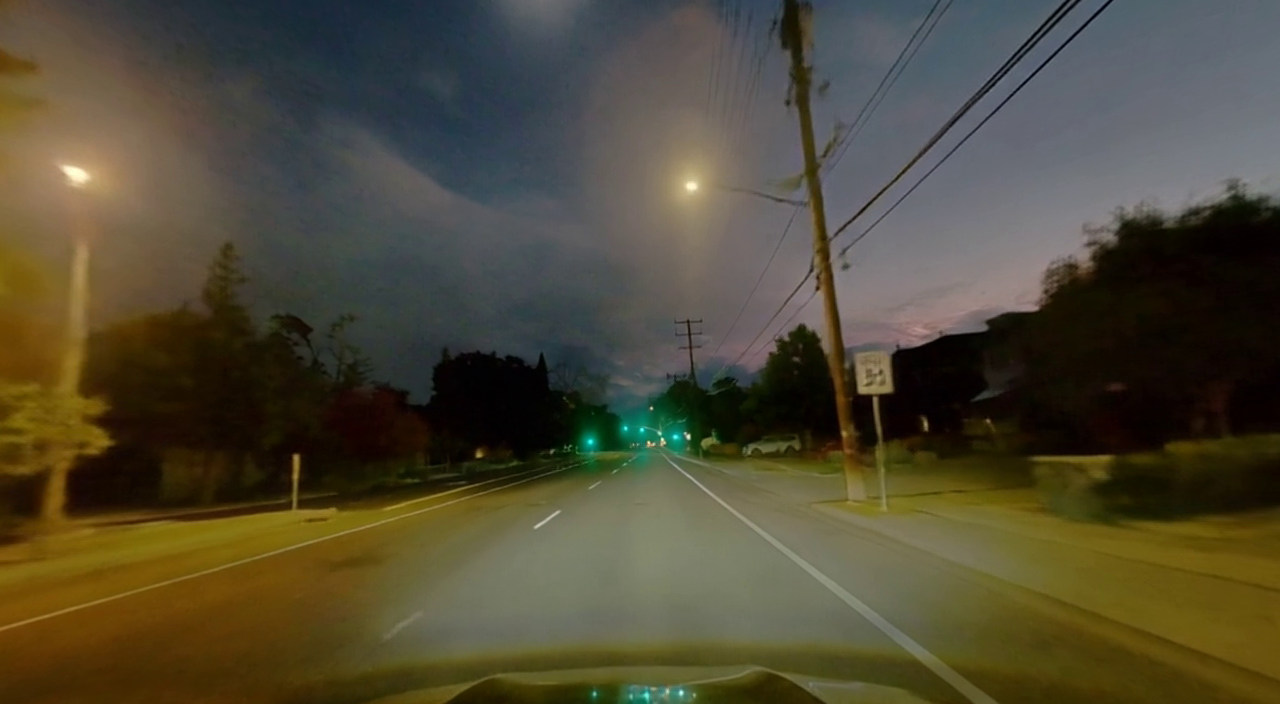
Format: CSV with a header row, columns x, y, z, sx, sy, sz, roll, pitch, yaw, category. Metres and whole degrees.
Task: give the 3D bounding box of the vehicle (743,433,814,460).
x,y,z,sx,sy,sz,roll,pitch,yaw,category
9.741,6.688,44.526,4.494,1.850,2.027,0,-9,0,vehicle
